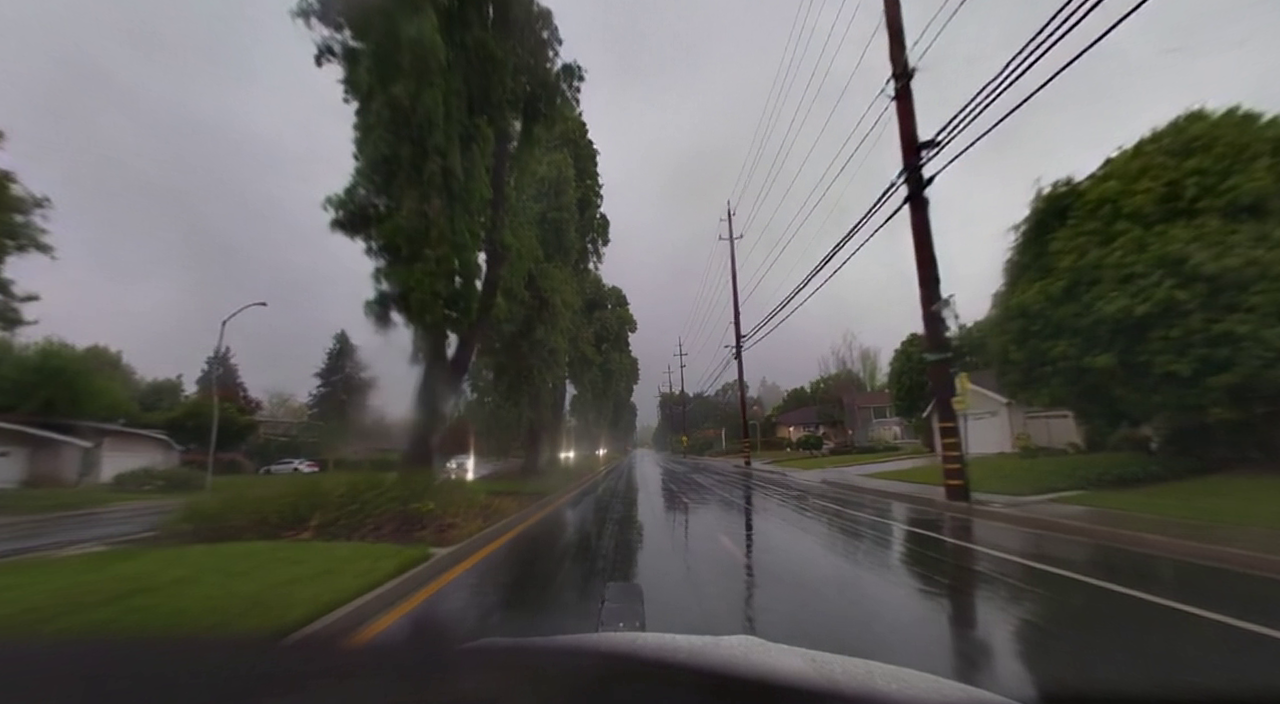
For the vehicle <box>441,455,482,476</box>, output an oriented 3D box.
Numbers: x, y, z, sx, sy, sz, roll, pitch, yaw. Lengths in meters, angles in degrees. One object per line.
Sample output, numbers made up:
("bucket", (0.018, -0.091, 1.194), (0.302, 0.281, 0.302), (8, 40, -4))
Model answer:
("vehicle", (-13.642, 8.666, 48.535), (1.897, 1.451, 4.298), (0, -9, 0))
